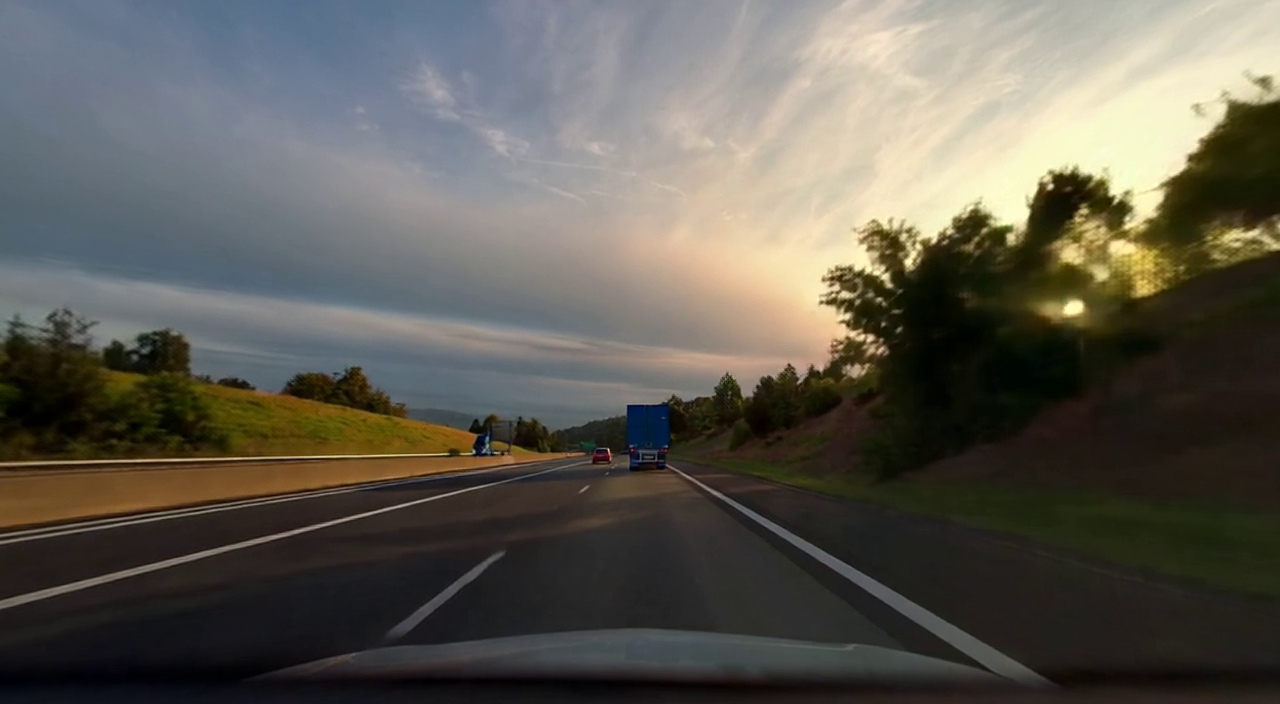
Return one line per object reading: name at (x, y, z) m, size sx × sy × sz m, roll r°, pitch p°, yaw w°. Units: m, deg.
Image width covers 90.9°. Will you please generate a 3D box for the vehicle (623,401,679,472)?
vehicle at (0.476, 5.611, 41.010) m, size 3.055 × 4.009 × 10.972 m, roll 0°, pitch -9°, yaw -2°
